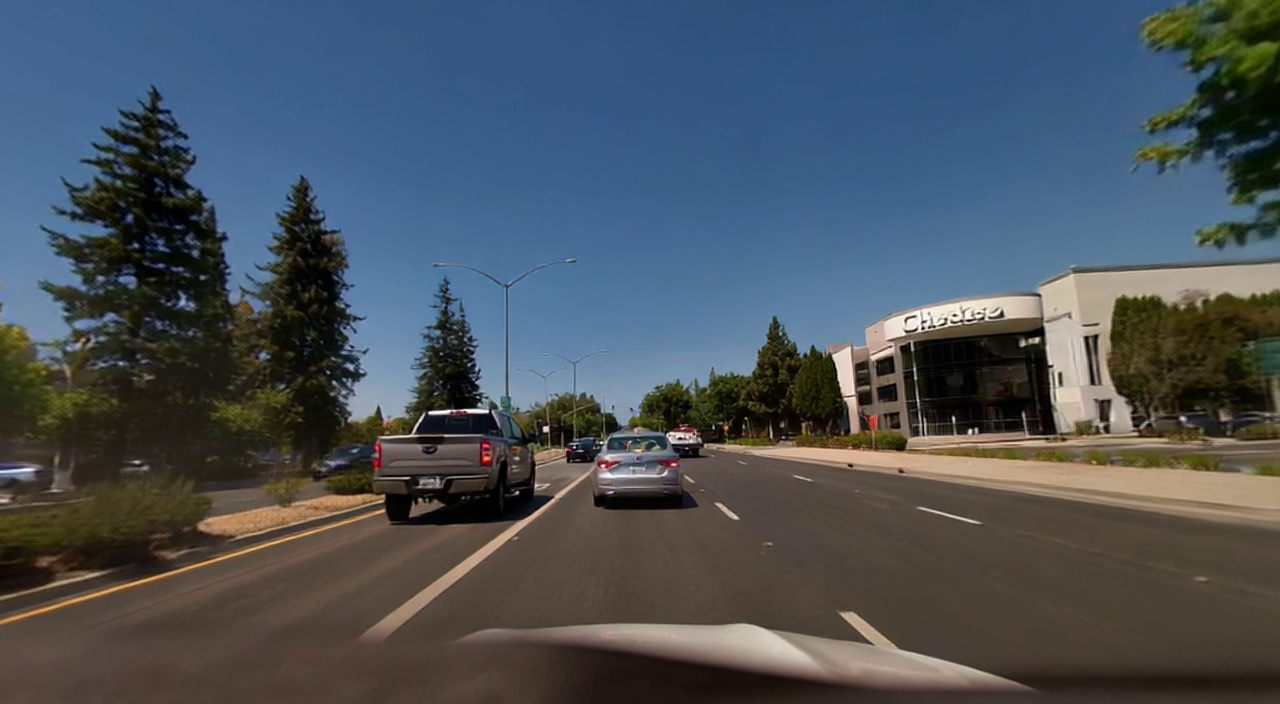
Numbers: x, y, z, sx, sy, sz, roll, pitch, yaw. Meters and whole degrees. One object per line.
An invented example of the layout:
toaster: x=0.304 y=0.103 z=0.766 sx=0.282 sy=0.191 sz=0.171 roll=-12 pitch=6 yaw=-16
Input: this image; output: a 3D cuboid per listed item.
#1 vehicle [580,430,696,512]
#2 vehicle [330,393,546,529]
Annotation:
vehicle: x=-0.094 y=2.472 z=13.591 sx=2.126 sy=1.475 sz=3.967 roll=0 pitch=-8 yaw=-2
vehicle: x=-3.394 y=2.013 z=12.152 sx=2.301 sy=1.985 sz=5.531 roll=0 pitch=-8 yaw=0
